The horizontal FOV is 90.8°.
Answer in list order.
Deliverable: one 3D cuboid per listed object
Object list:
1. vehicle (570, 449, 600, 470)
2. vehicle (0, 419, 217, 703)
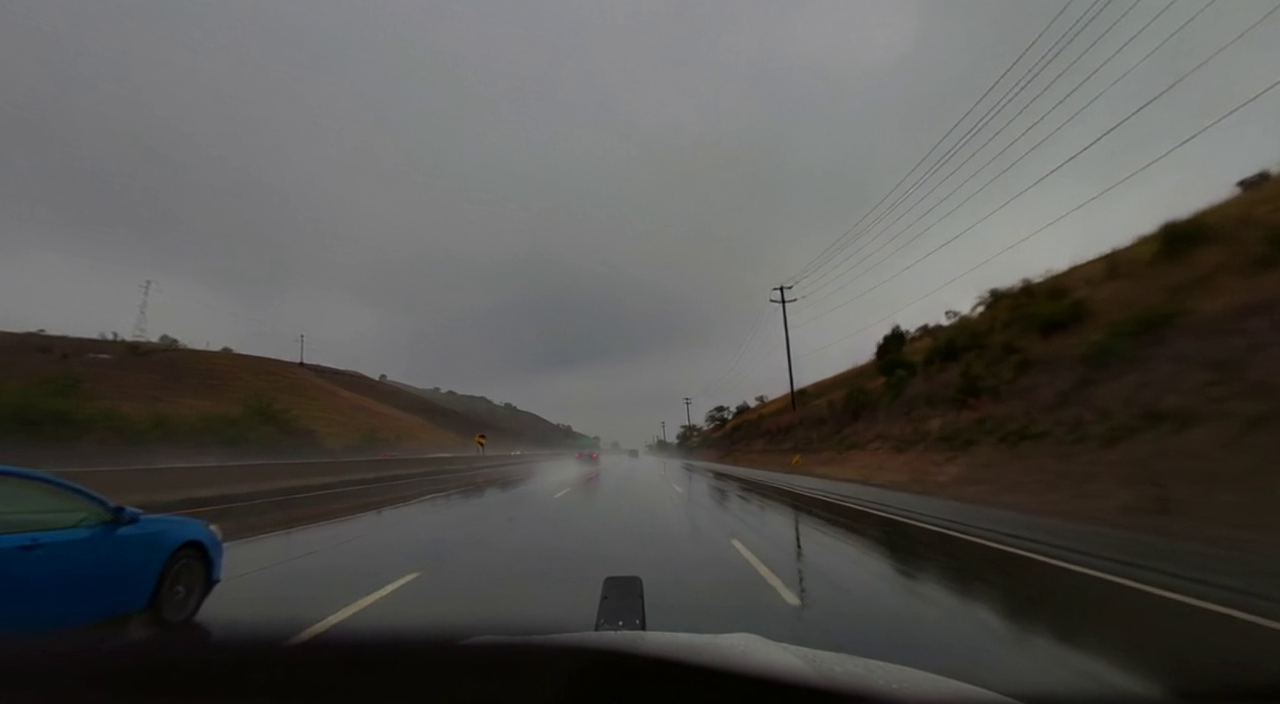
[{"bbox_3d":[-4.123,8.110,47.907,1.924,1.511,4.079,0,-9,0],"label":"vehicle"},{"bbox_3d":[-4.184,0.940,2.150,2.064,1.489,4.966,0,-9,0],"label":"vehicle"}]
